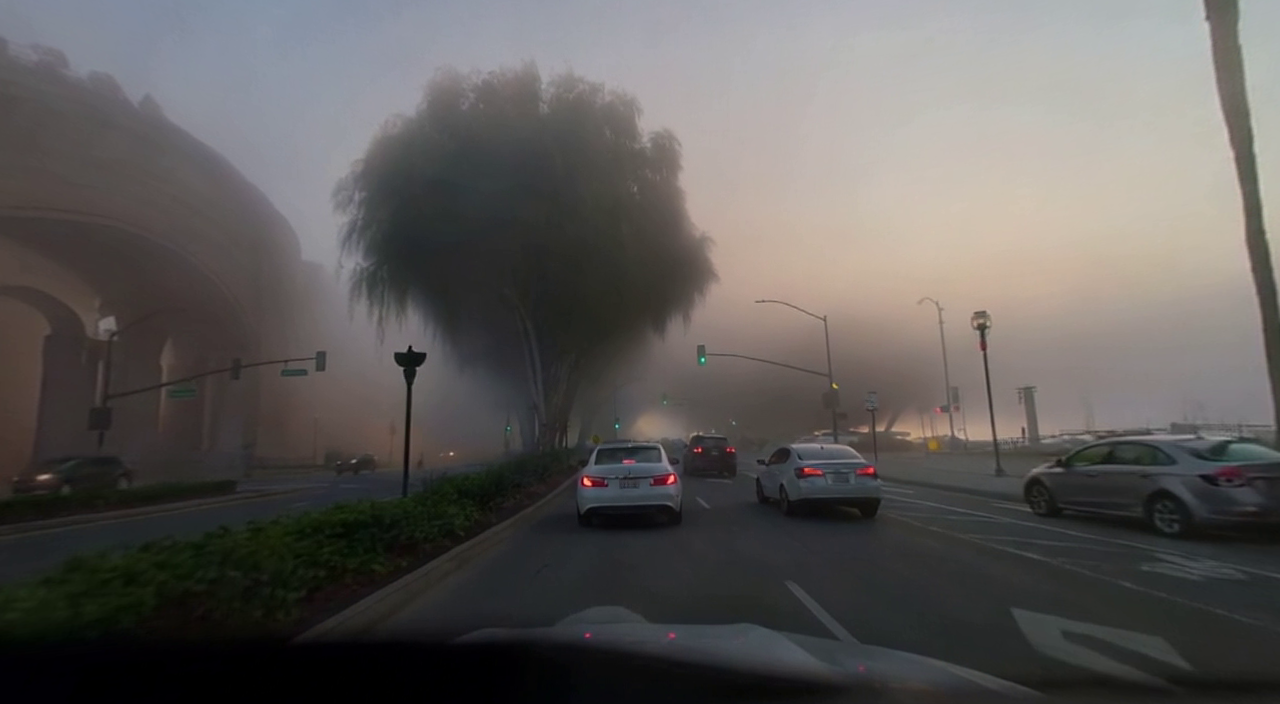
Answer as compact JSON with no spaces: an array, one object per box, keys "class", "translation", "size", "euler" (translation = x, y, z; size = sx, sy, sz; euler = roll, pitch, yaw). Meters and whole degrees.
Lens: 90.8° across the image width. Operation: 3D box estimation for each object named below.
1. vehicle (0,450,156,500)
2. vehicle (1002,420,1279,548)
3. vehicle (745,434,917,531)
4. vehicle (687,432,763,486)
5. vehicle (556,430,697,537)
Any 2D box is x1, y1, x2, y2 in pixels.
[{"class":"vehicle","translation":[-21.067,4.576,23.939],"size":[1.958,1.675,4.389],"euler":[0,-9,-1]},{"class":"vehicle","translation":[7.898,1.934,9.967],"size":[1.875,1.588,4.072],"euler":[0,-8,-1]},{"class":"vehicle","translation":[3.309,2.342,11.923],"size":[1.833,1.465,4.258],"euler":[0,-9,-1]},{"class":"vehicle","translation":[3.247,4.328,25.978],"size":[2.127,1.854,7.971],"euler":[0,-9,1]},{"class":"vehicle","translation":[-0.208,2.202,11.112],"size":[2.050,1.521,3.747],"euler":[0,-9,0]}]
